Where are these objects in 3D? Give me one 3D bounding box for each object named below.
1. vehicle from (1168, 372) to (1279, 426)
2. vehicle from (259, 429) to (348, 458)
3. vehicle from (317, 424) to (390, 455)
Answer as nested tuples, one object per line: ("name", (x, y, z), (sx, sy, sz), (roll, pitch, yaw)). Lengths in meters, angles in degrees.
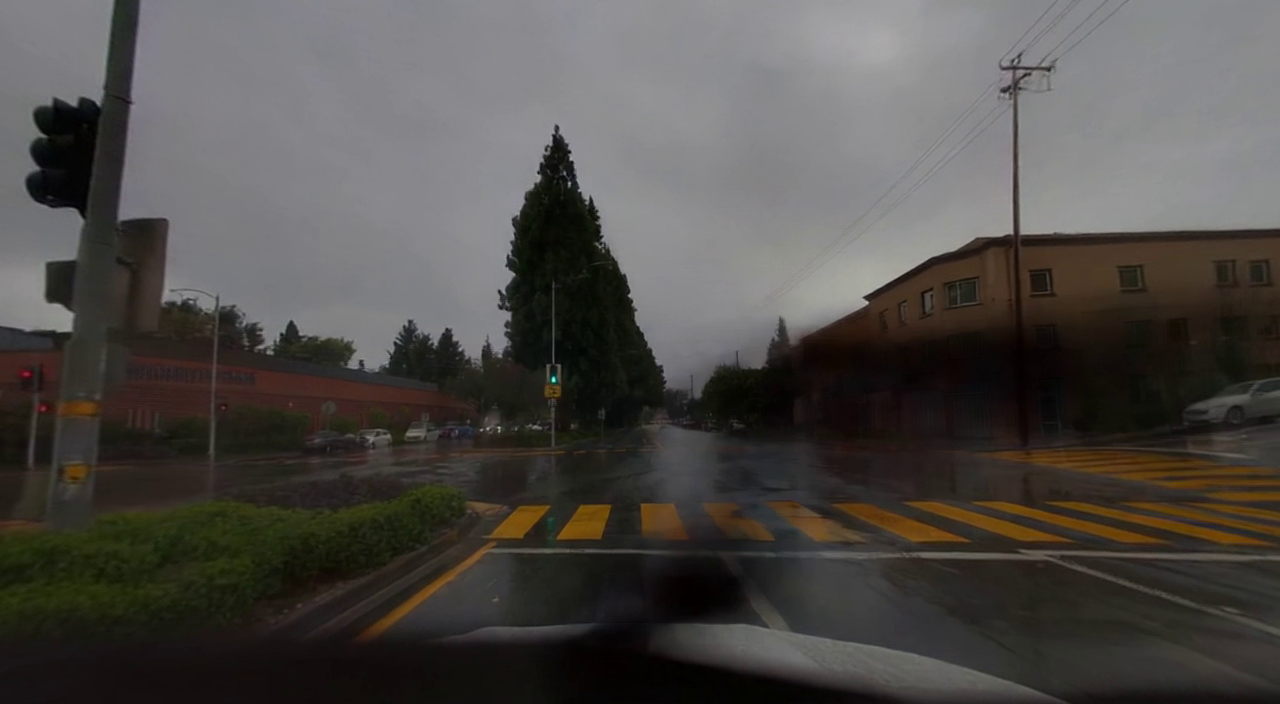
("vehicle", (22.344, 1.655, 23.055), (4.531, 1.753, 1.964), (-2, -2, -5))
("vehicle", (-18.083, 4.979, 34.305), (1.939, 1.430, 5.533), (0, -9, -2))
("vehicle", (-18.288, 5.662, 40.638), (2.225, 1.871, 5.189), (0, -9, 0))
